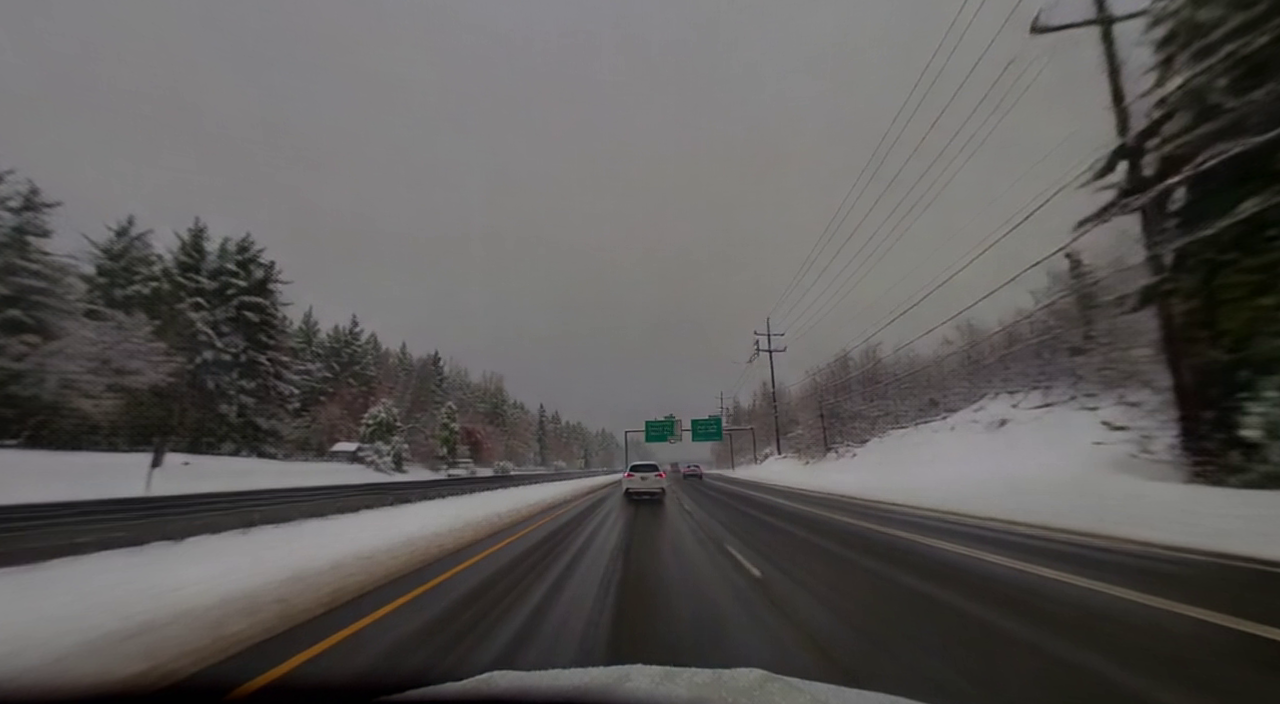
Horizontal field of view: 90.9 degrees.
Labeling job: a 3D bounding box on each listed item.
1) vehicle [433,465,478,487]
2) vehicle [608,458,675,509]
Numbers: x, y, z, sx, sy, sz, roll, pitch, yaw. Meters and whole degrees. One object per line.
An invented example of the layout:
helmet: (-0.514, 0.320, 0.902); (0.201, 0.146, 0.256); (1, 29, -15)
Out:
vehicle: (-14.024, 9.437, 48.139); (1.960, 1.570, 4.196); (0, -10, 2)
vehicle: (0.034, 4.286, 20.805); (1.987, 1.480, 3.786); (1, -10, 0)
